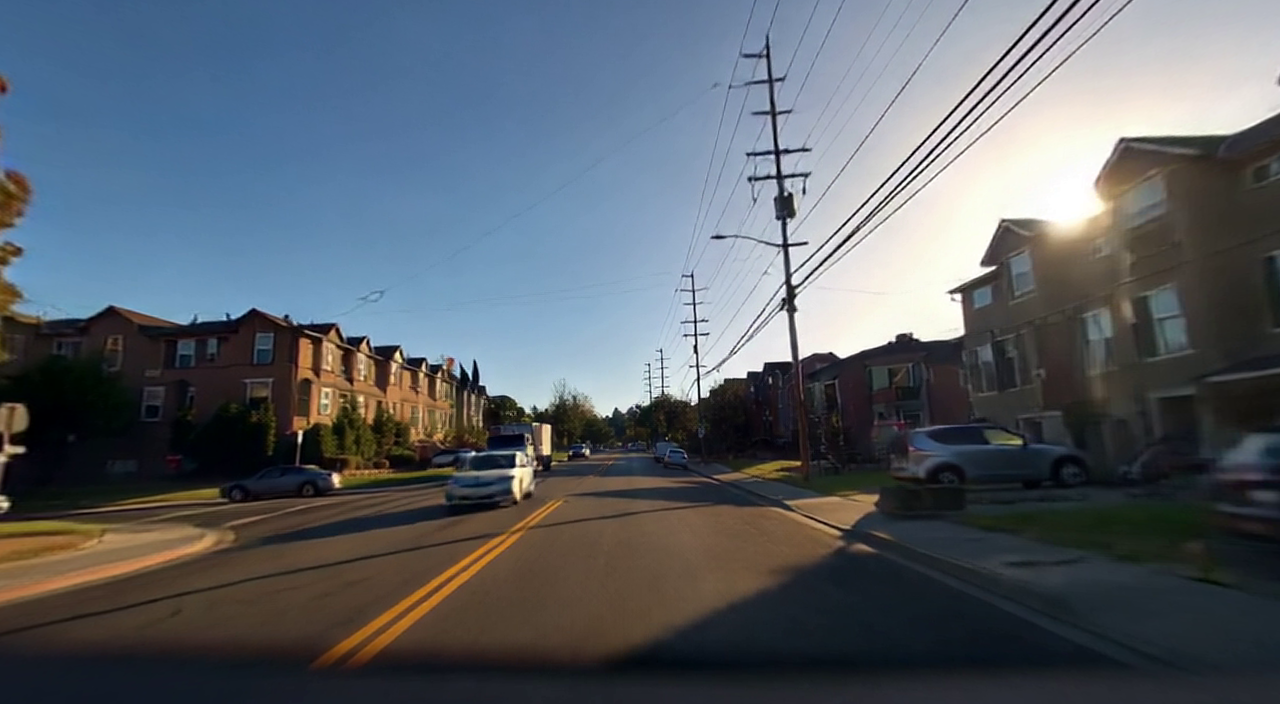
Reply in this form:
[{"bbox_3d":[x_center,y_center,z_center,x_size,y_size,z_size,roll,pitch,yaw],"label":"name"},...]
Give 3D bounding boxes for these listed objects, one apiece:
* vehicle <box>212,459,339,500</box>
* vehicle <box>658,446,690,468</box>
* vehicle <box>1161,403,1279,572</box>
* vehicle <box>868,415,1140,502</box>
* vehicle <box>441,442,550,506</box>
[{"bbox_3d":[-15.443,5.400,26.961,4.204,1.626,1.874,1,-9,-6],"label":"vehicle"},{"bbox_3d":[2.339,7.441,44.837,1.890,1.463,4.952,0,-9,-2],"label":"vehicle"},{"bbox_3d":[8.084,1.288,6.133,4.270,1.557,1.967,0,-9,-1],"label":"vehicle"},{"bbox_3d":[8.025,2.394,14.348,4.836,1.806,2.121,0,-9,-1],"label":"vehicle"},{"bbox_3d":[-3.706,3.196,17.048,1.912,1.491,4.375,0,-9,0],"label":"vehicle"}]
